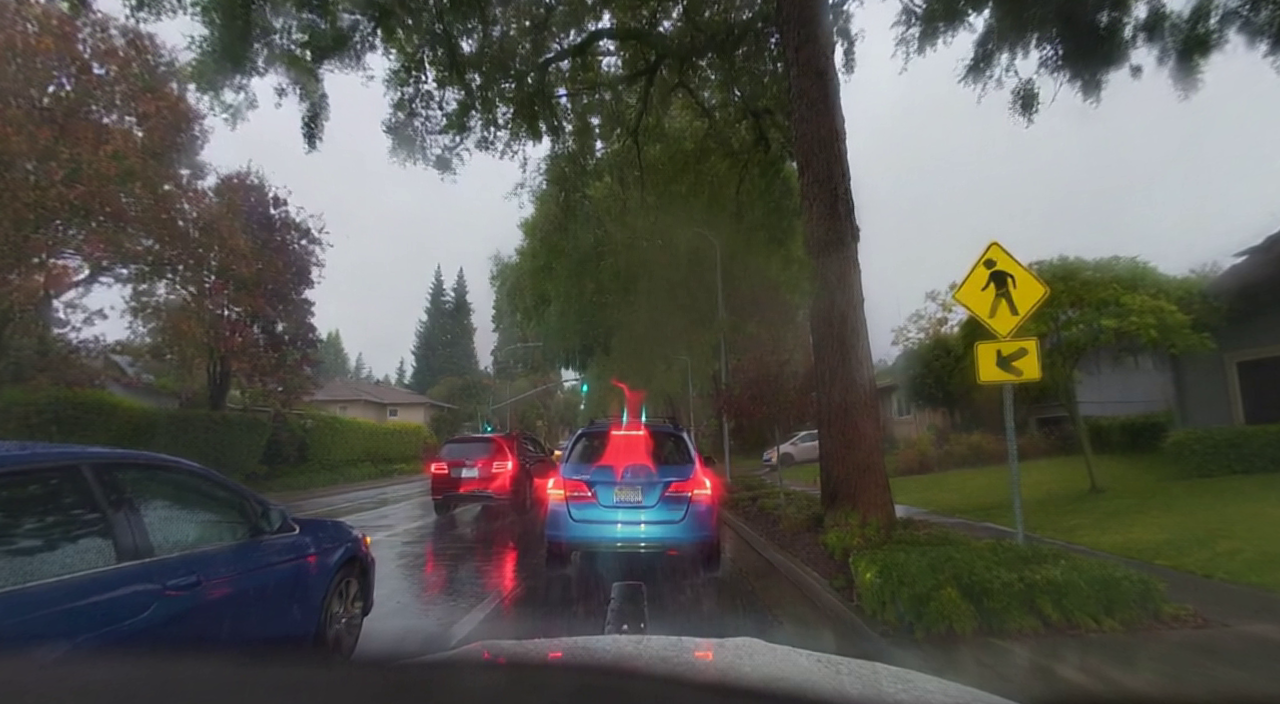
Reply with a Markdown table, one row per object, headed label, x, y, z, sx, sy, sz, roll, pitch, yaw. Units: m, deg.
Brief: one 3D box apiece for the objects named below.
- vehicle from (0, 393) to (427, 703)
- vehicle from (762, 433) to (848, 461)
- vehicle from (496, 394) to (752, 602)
| label | x | y | z | sx | sy | sz | roll | pitch | yaw |
| --- | --- | --- | --- | --- | --- | --- | --- | --- | --- |
| vehicle | -2.870 | 1.042 | 3.027 | 1.968 | 1.472 | 4.685 | 0 | -9 | 1 |
| vehicle | 9.314 | 5.434 | 35.915 | 4.456 | 1.504 | 1.914 | -1 | -9 | 6 |
| vehicle | -0.135 | 1.509 | 7.279 | 2.120 | 1.718 | 3.909 | 0 | -9 | 0 |
